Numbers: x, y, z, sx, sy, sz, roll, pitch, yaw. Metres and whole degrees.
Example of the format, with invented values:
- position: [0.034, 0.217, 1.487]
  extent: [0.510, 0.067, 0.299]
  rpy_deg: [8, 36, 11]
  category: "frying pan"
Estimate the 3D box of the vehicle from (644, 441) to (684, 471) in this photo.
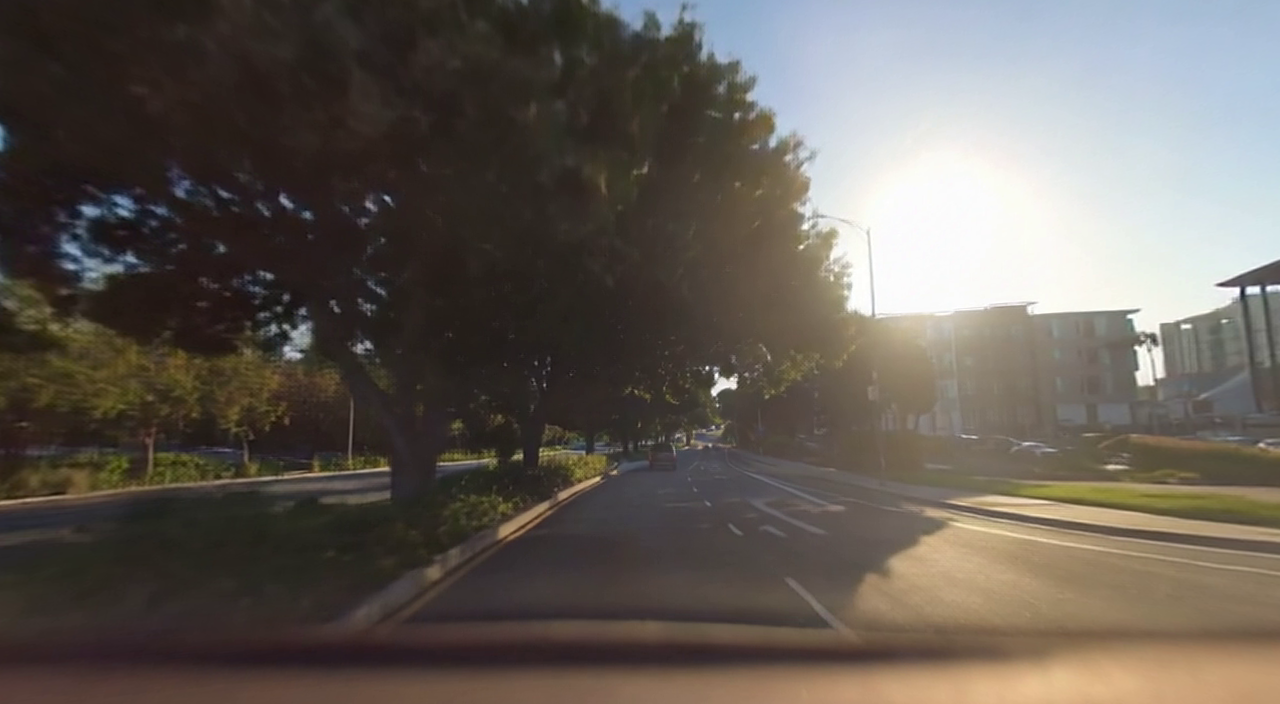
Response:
- position: [1.365, 5.840, 35.635]
  extent: [2.158, 1.600, 3.865]
  rpy_deg: [0, -8, 2]
  category: "vehicle"
